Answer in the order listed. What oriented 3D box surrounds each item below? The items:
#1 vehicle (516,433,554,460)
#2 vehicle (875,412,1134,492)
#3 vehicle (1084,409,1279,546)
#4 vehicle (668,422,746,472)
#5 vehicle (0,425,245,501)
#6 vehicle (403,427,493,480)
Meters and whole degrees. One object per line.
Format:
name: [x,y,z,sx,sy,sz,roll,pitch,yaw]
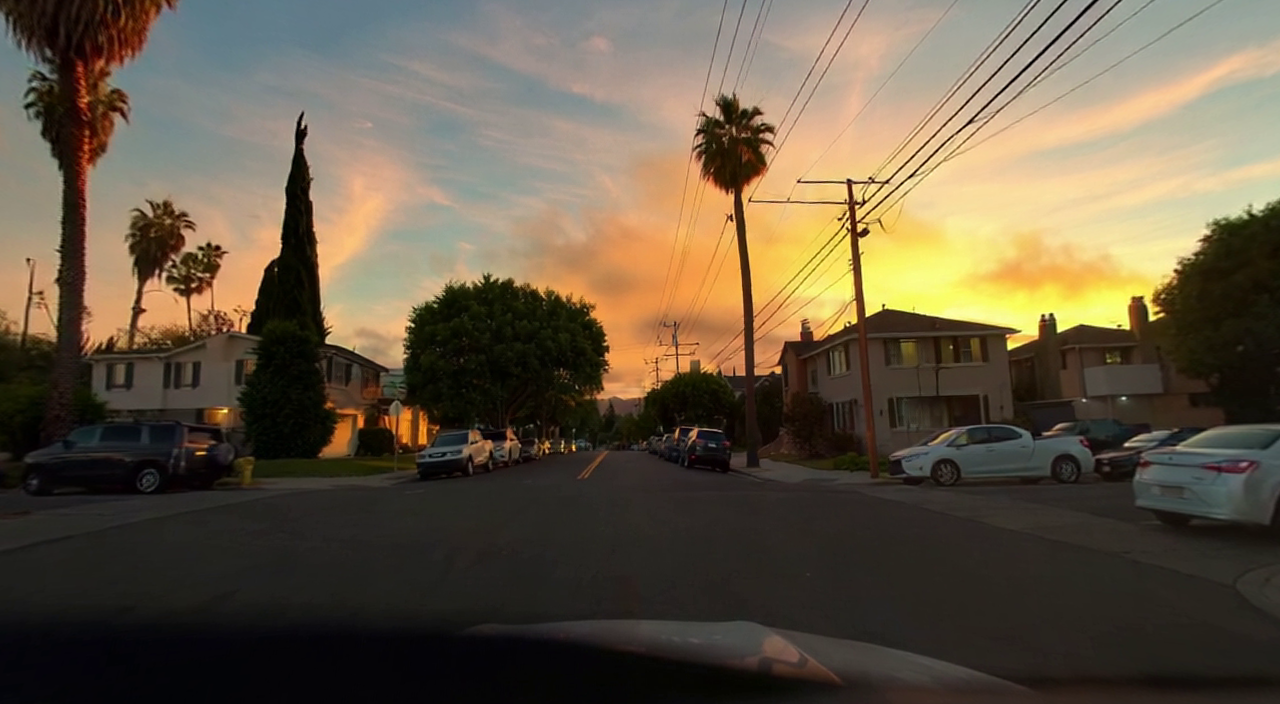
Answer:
vehicle: [-7.716,7.021,46.775,2.178,1.865,4.658,0,-9,-2]
vehicle: [10.263,2.853,18.170,5.971,1.967,2.385,-1,-9,-5]
vehicle: [8.994,1.666,8.703,4.181,1.638,2.015,0,-9,-1]
vehicle: [2.694,4.082,27.212,2.505,1.895,5.805,0,-9,-2]
vehicle: [-14.797,3.090,17.679,5.847,1.766,2.392,-2,-9,-3]
vehicle: [-6.957,3.743,23.456,2.198,1.724,4.493,1,-9,-4]
